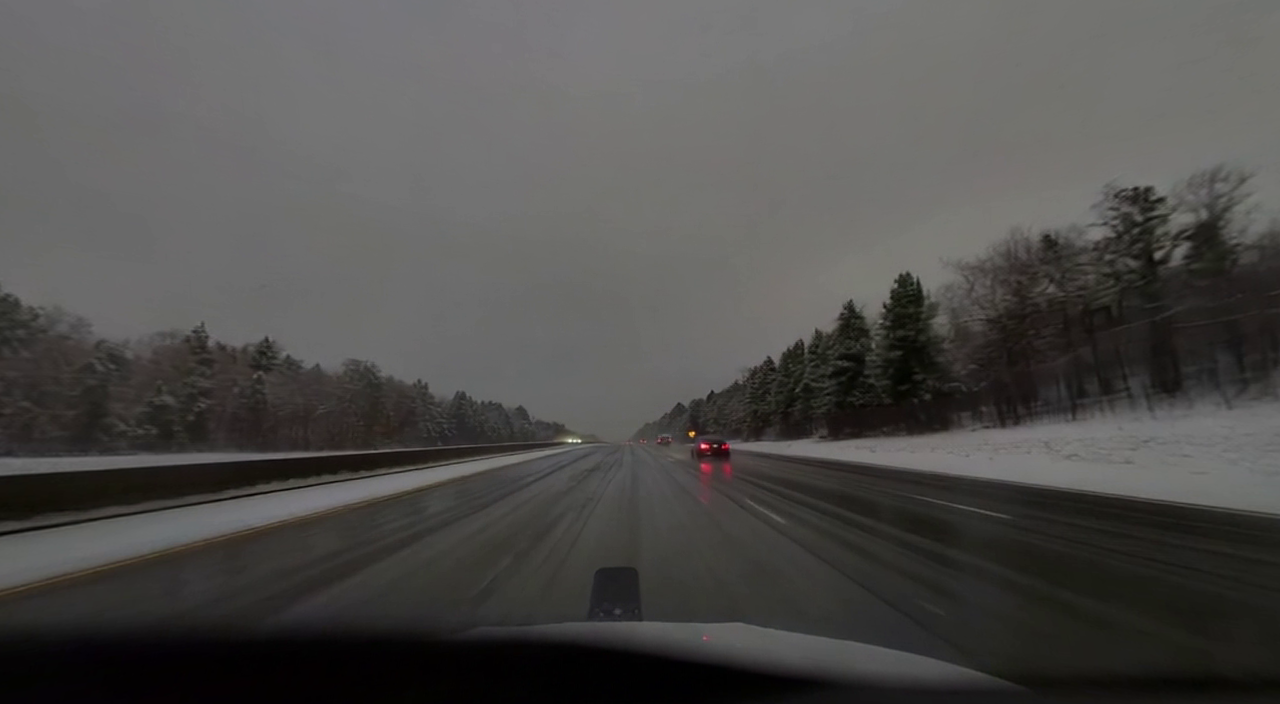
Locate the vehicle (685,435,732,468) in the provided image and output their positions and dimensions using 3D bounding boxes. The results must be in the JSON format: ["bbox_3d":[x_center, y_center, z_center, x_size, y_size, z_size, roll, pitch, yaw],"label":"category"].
[{"bbox_3d":[3.340,4.888,31.160,1.802,1.492,3.804,0,-8,-1],"label":"vehicle"}]
